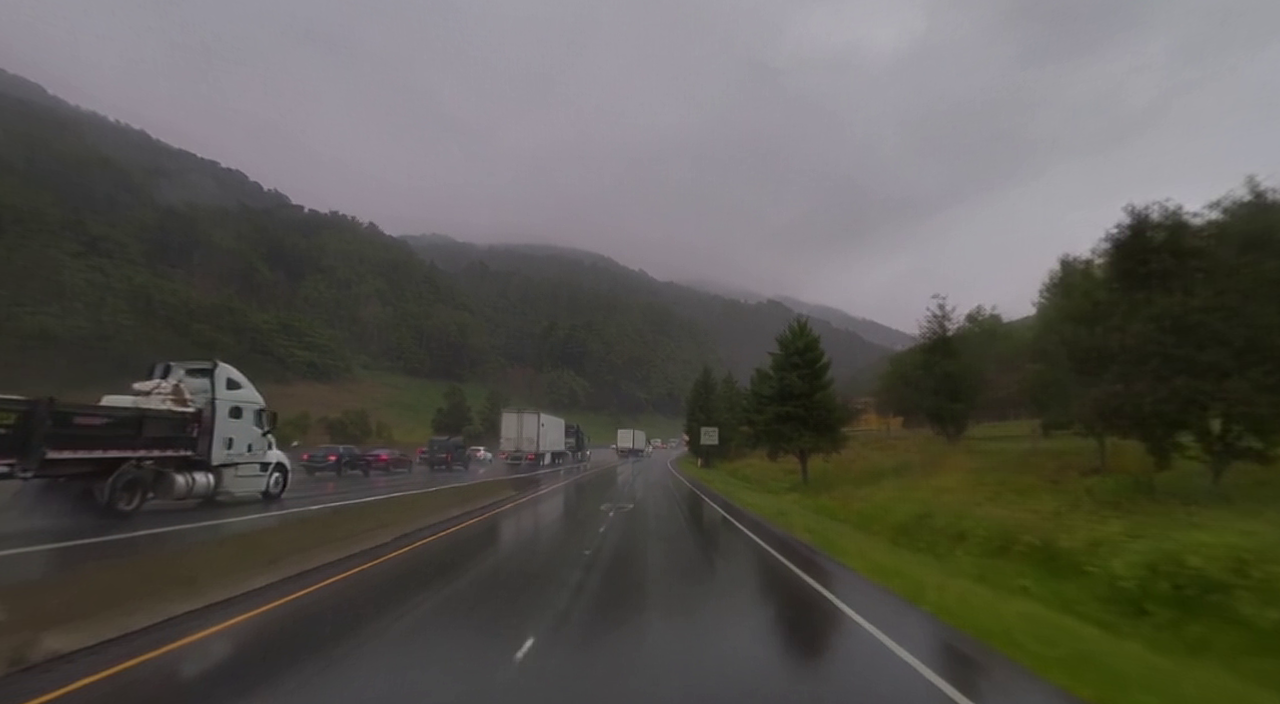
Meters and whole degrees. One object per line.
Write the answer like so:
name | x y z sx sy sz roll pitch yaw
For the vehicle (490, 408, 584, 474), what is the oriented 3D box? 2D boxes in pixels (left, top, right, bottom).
vehicle | -7.049 6.634 46.315 2.848 4.067 14.314 -1 -9 7

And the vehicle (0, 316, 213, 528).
vehicle | -12.521 1.032 9.755 2.745 3.617 11.590 -1 -9 6

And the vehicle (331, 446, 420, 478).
vehicle | -13.457 5.634 32.422 1.925 1.493 4.864 -1 -9 8

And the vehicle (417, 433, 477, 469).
vehicle | -14.969 7.755 49.340 2.264 2.596 5.494 -1 -9 8
